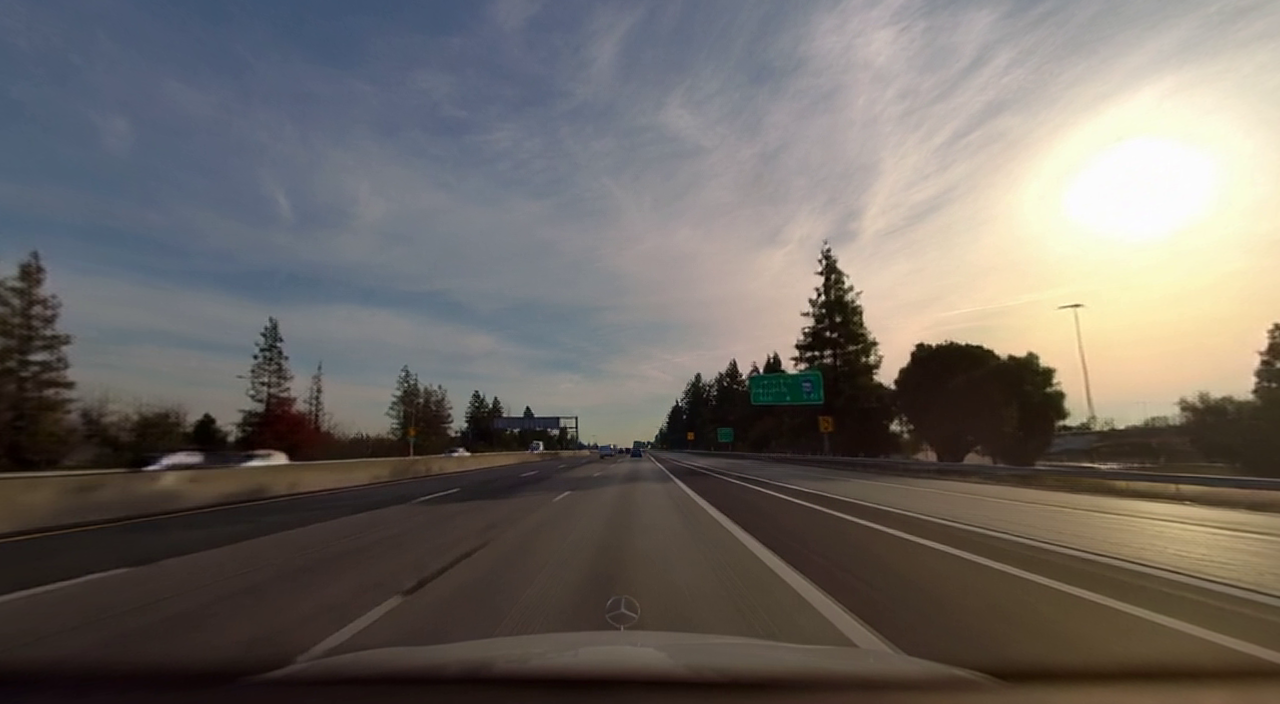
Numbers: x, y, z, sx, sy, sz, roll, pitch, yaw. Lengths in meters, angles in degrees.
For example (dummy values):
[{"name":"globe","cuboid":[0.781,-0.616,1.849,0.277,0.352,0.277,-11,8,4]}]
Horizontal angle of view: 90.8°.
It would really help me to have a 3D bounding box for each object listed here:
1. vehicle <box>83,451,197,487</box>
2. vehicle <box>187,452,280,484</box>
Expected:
[{"name":"vehicle","cuboid":[-23.954,5.610,30.464,2.092,1.569,4.167,0,-9,0]},{"name":"vehicle","cuboid":[-19.967,5.689,31.222,1.844,1.434,4.279,0,-9,-2]}]
